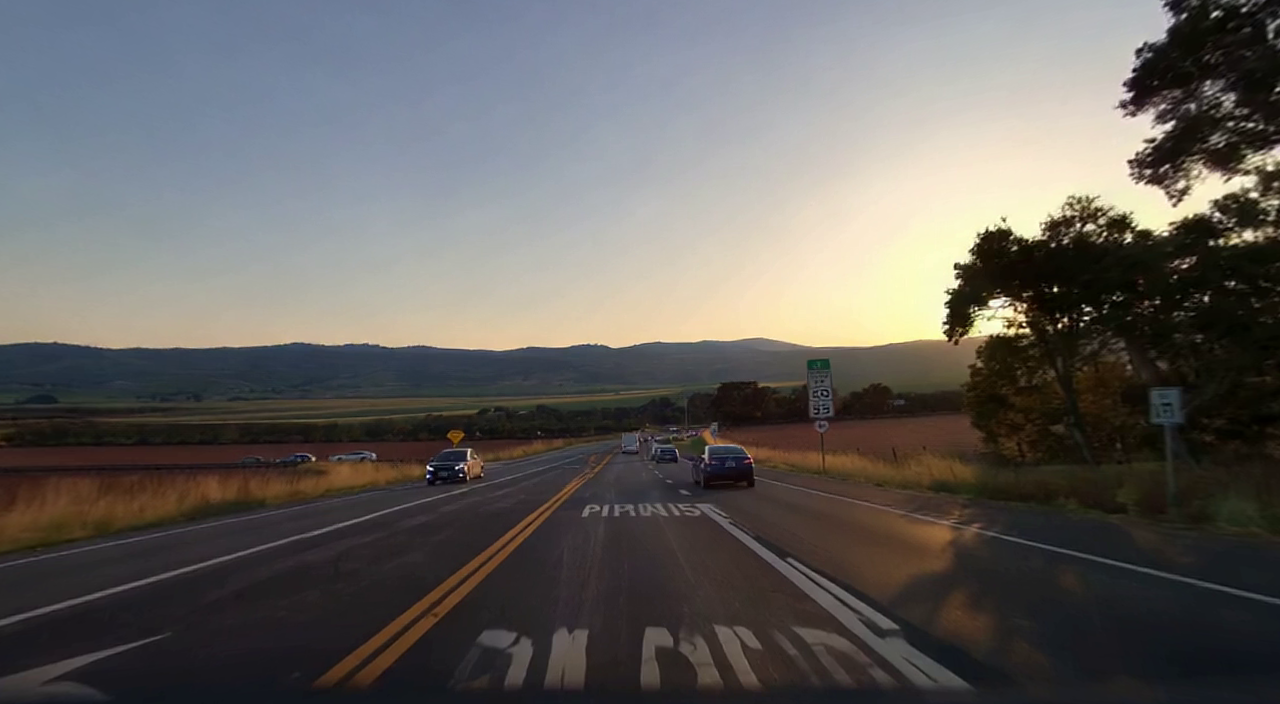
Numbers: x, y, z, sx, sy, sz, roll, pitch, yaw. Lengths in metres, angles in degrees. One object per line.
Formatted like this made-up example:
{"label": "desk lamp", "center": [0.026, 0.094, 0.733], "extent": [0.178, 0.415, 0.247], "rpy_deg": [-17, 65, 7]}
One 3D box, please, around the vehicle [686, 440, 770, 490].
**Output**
{"label": "vehicle", "center": [2.903, 3.849, 21.815], "extent": [2.026, 1.531, 4.273], "rpy_deg": [0, -8, -4]}

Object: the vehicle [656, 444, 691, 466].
{"label": "vehicle", "center": [2.358, 7.381, 45.318], "extent": [2.048, 1.468, 4.490], "rpy_deg": [0, -8, -3]}

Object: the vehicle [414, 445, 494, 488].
{"label": "vehicle", "center": [-8.227, 5.094, 28.477], "extent": [2.168, 1.748, 4.811], "rpy_deg": [0, -8, 0]}
